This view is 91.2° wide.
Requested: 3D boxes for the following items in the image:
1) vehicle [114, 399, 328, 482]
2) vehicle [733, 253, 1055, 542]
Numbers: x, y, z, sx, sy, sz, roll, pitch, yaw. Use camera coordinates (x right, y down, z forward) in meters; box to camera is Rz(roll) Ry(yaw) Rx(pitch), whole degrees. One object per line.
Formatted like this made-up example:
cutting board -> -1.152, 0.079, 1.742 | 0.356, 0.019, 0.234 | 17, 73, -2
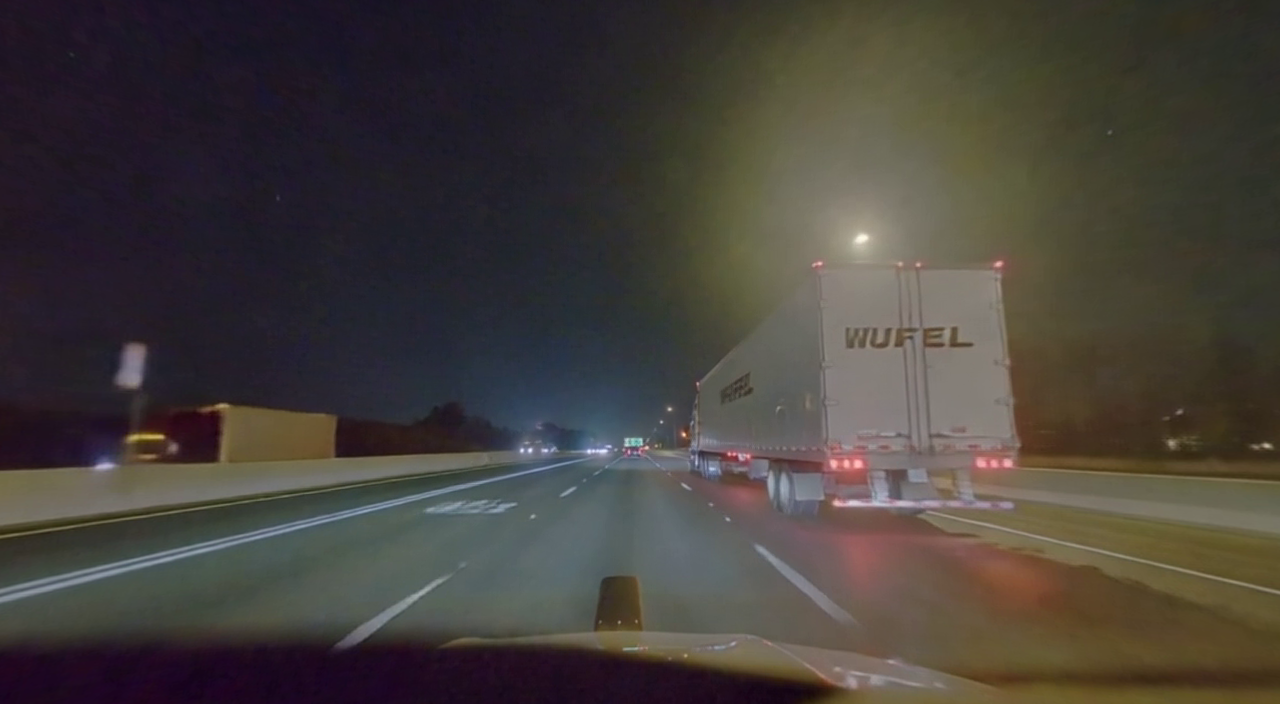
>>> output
vehicle -> -23.200, 5.238, 36.488 | 2.901, 3.874, 13.959 | 0, -9, 0
vehicle -> 4.097, 1.227, 12.970 | 2.869, 4.013, 8.610 | 0, -9, -1
